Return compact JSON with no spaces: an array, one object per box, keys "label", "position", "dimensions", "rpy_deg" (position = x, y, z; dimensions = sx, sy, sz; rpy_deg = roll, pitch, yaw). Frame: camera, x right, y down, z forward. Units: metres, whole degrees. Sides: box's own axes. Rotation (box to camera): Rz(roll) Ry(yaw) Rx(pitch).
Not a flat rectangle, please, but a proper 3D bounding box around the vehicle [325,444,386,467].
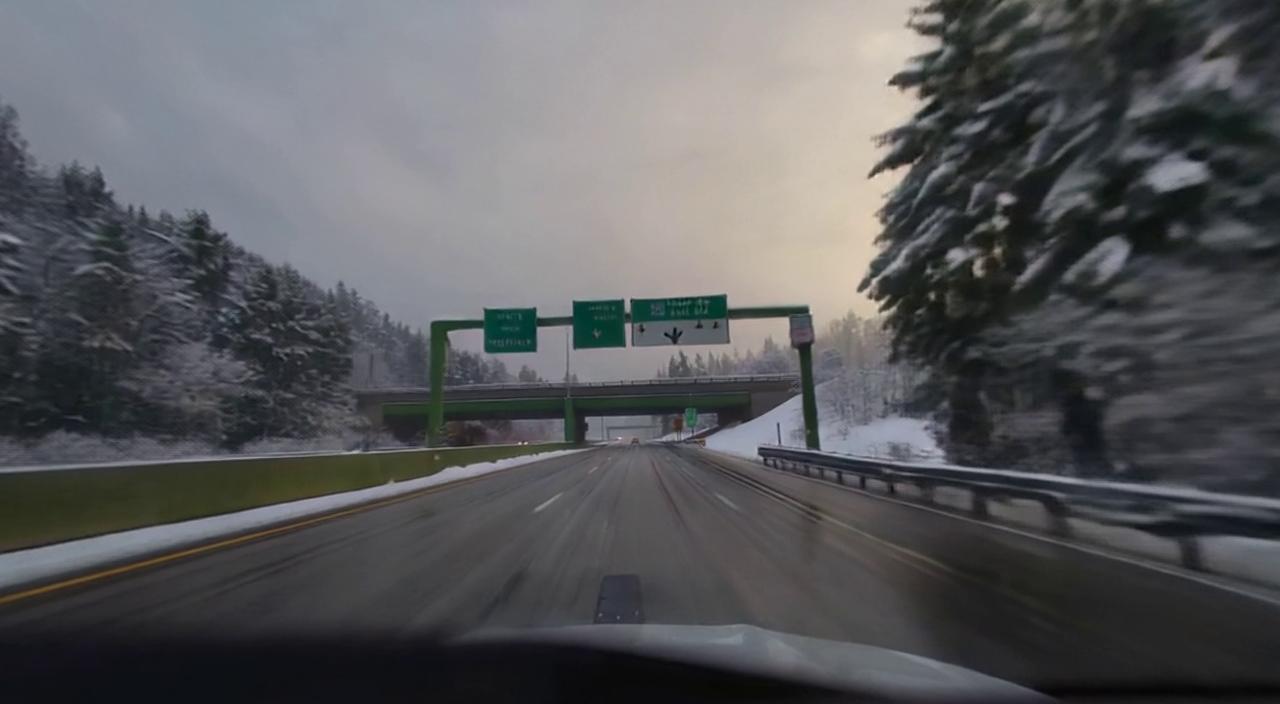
[{"label":"vehicle","position":[-19.747,7.170,43.946],"dimensions":[2.167,1.427,4.906],"rpy_deg":[0,-8,-3]}]
